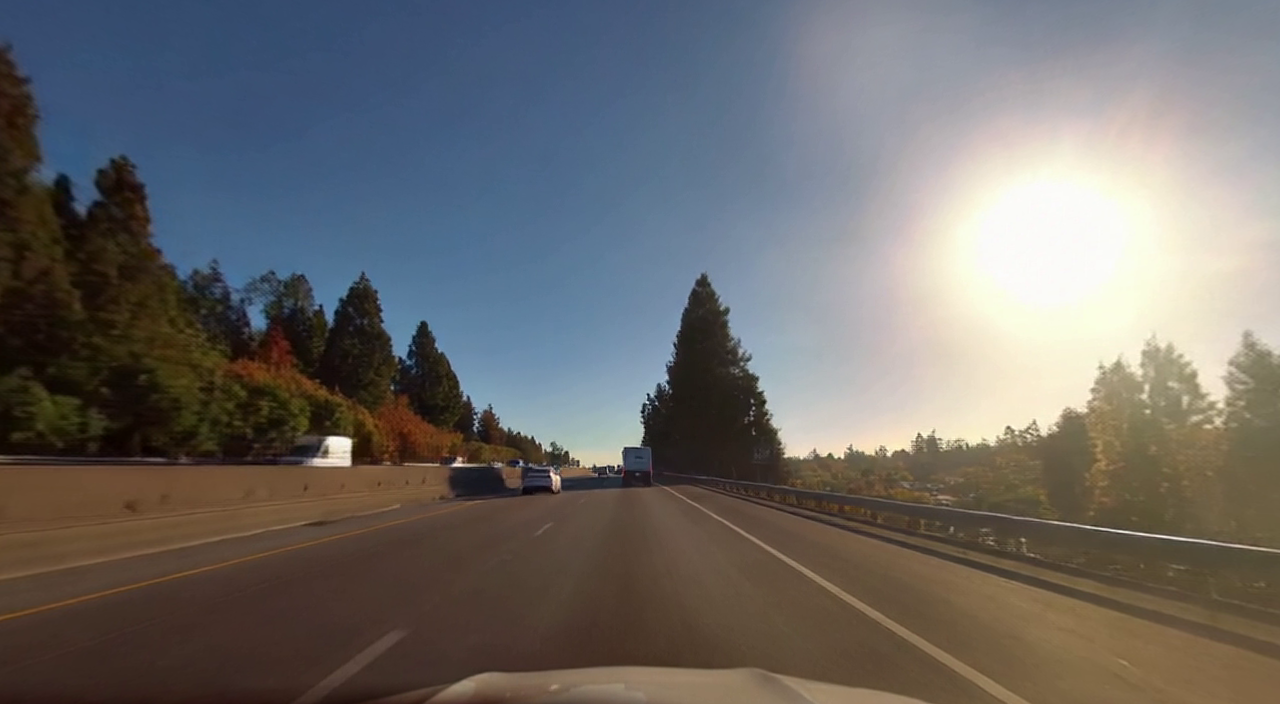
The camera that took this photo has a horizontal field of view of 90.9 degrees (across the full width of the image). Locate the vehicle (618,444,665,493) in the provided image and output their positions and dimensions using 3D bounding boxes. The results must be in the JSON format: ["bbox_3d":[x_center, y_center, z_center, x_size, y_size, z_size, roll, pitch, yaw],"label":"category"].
[{"bbox_3d":[-0.007,6.773,36.716,2.482,2.549,5.447,1,-10,-2],"label":"vehicle"}]

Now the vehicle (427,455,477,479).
[{"bbox_3d":[-12.674,7.820,42.750,1.918,1.510,4.728,1,-10,0],"label":"vehicle"}]

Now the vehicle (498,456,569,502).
[{"bbox_3d":[-4.103,5.014,25.032,2.100,1.605,3.883,1,-10,0],"label":"vehicle"}]

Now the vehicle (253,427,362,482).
[{"bbox_3d":[-17.338,5.478,33.304,2.482,2.549,5.866,1,-10,0],"label":"vehicle"}]
